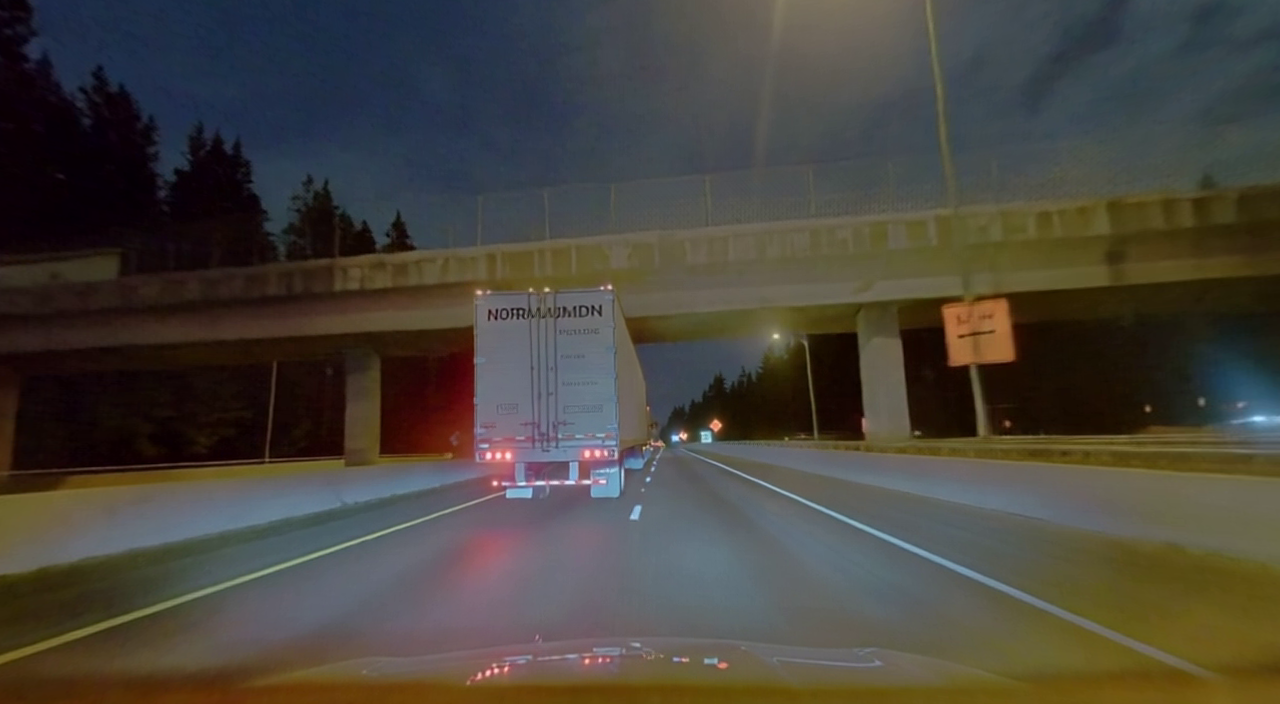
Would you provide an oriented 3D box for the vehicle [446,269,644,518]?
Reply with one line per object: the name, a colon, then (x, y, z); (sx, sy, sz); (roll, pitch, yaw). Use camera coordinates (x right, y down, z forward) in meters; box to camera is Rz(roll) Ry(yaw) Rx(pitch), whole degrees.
vehicle: (-1.446, 1.808, 18.362); (2.873, 4.060, 16.327); (0, -8, 1)
